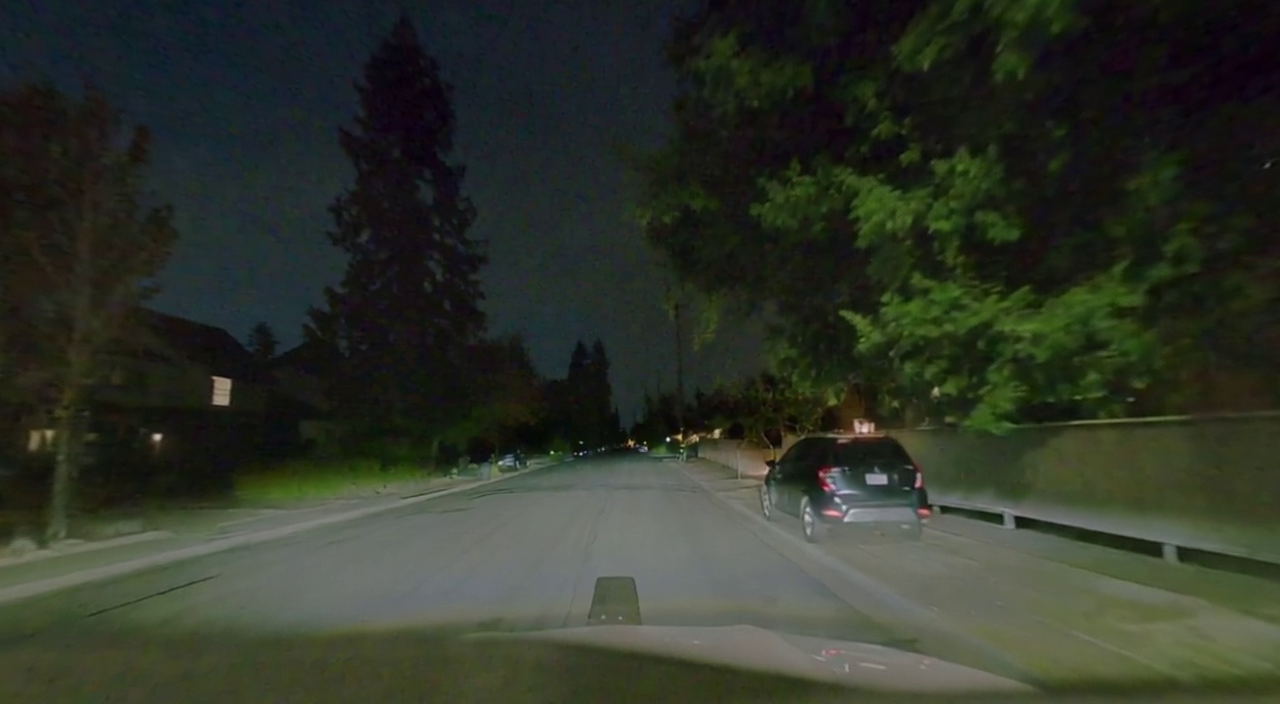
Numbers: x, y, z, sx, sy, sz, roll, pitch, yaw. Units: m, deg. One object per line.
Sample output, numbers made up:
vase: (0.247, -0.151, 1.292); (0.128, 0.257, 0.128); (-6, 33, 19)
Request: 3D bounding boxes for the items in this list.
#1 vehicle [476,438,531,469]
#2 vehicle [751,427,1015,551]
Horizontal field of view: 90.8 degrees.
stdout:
vehicle: (-8.595, 6.507, 40.288); (2.352, 1.843, 4.979); (0, -10, 0)
vehicle: (3.529, 2.130, 10.631); (2.291, 1.546, 5.204); (0, -9, -1)
